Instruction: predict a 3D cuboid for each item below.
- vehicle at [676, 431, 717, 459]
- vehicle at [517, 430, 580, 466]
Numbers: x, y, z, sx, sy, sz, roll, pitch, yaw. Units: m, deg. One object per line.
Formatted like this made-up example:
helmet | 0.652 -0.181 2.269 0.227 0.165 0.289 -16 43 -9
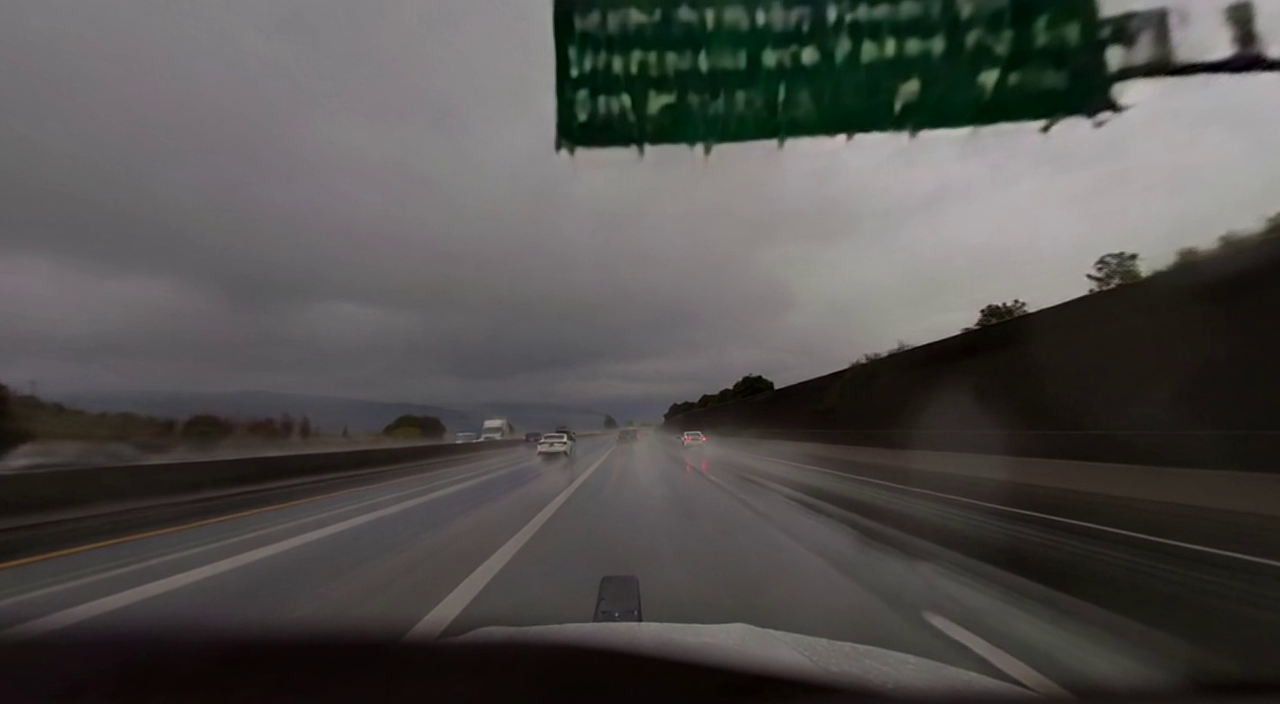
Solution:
vehicle | 3.100 5.169 35.100 1.806 1.469 3.681 0 -8 -2
vehicle | -4.018 4.272 28.316 2.204 1.486 4.121 0 -8 0
